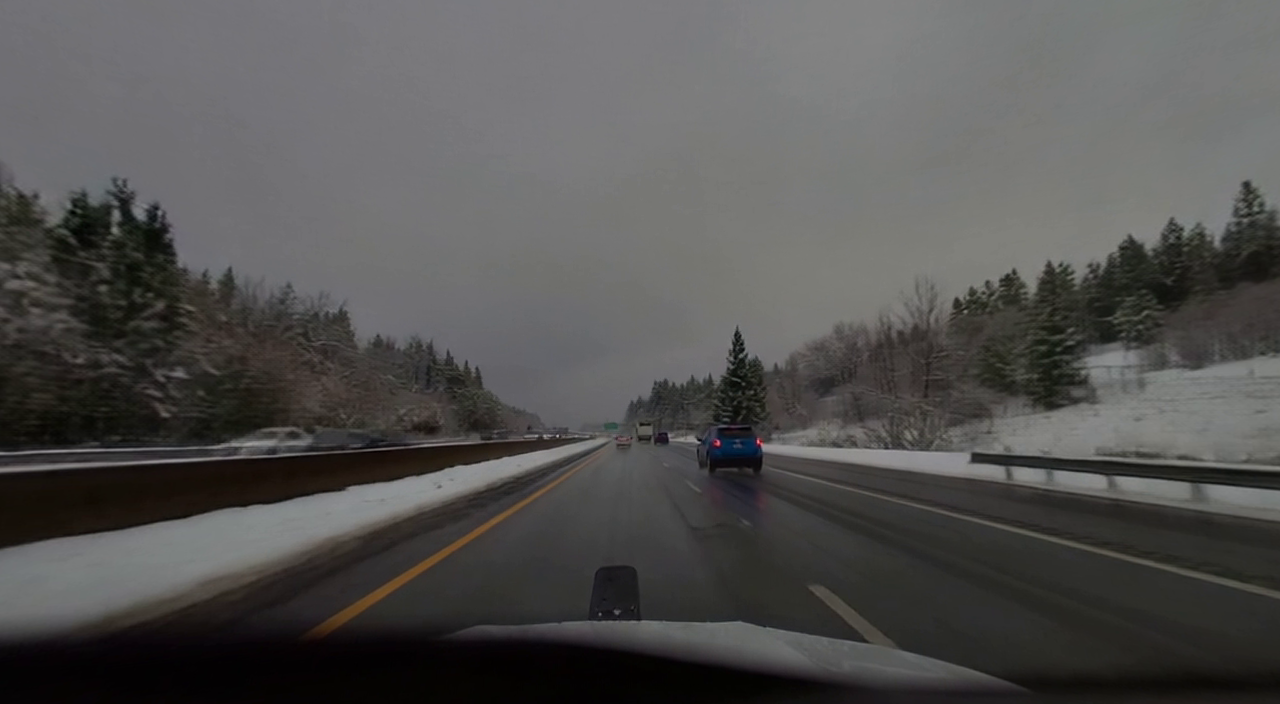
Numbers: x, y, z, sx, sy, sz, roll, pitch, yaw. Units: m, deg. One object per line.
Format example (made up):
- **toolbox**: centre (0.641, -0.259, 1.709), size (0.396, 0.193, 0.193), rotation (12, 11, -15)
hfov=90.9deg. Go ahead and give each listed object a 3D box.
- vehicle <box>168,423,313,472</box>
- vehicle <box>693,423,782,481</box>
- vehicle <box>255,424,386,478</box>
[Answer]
- **vehicle**: centre (-13.496, 3.241, 21.731), size (1.963, 1.492, 4.664), rotation (0, -8, -1)
- **vehicle**: centre (3.053, 3.233, 20.776), size (2.085, 1.681, 4.436), rotation (0, -8, -2)
- **vehicle**: centre (-9.251, 2.880, 18.673), size (1.852, 1.421, 3.905), rotation (0, -8, -1)
